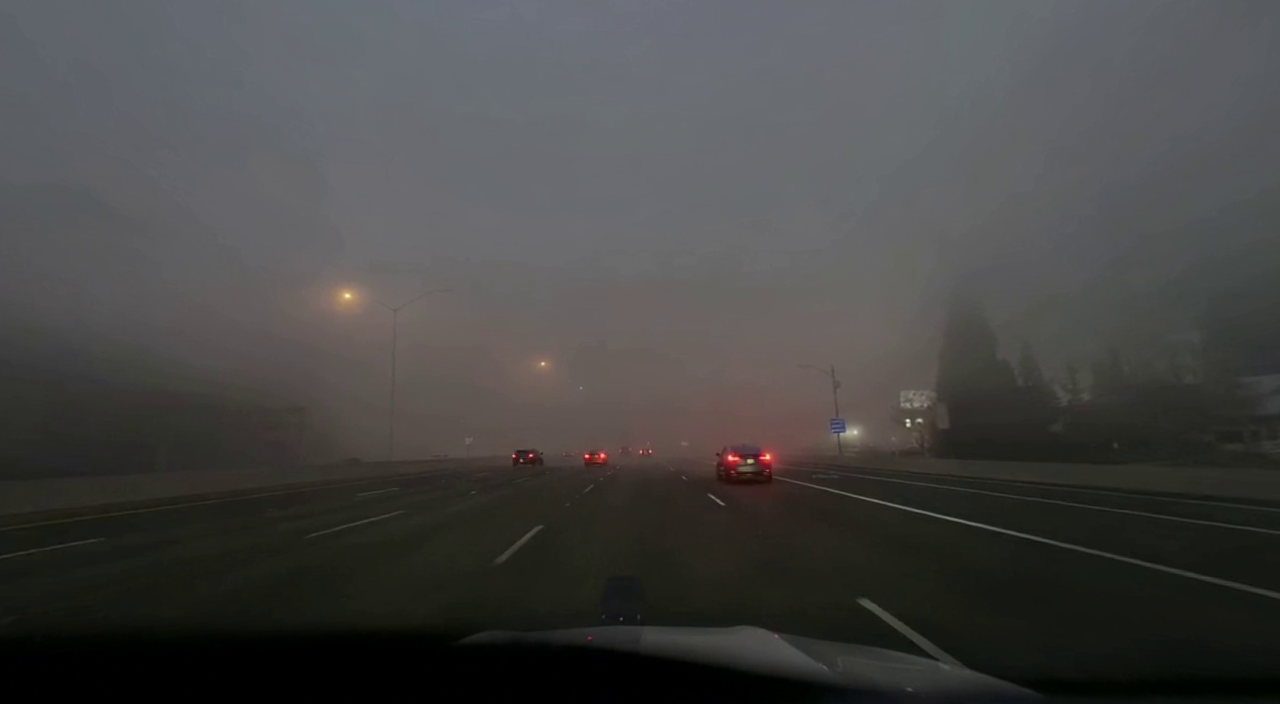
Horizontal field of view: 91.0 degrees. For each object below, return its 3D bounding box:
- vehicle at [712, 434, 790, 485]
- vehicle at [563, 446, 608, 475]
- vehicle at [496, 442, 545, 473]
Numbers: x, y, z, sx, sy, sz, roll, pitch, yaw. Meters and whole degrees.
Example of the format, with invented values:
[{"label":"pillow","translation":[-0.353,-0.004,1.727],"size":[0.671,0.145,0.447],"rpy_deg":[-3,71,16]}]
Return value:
[{"label":"vehicle","translation":[4.109,4.096,24.251],"size":[2.109,1.764,4.704],"rpy_deg":[0,-9,0]},{"label":"vehicle","translation":[-3.022,6.165,36.012],"size":[2.139,1.510,4.506],"rpy_deg":[0,-9,1]},{"label":"vehicle","translation":[-7.523,6.707,40.168],"size":[2.112,1.813,4.716],"rpy_deg":[-1,-9,2]}]
